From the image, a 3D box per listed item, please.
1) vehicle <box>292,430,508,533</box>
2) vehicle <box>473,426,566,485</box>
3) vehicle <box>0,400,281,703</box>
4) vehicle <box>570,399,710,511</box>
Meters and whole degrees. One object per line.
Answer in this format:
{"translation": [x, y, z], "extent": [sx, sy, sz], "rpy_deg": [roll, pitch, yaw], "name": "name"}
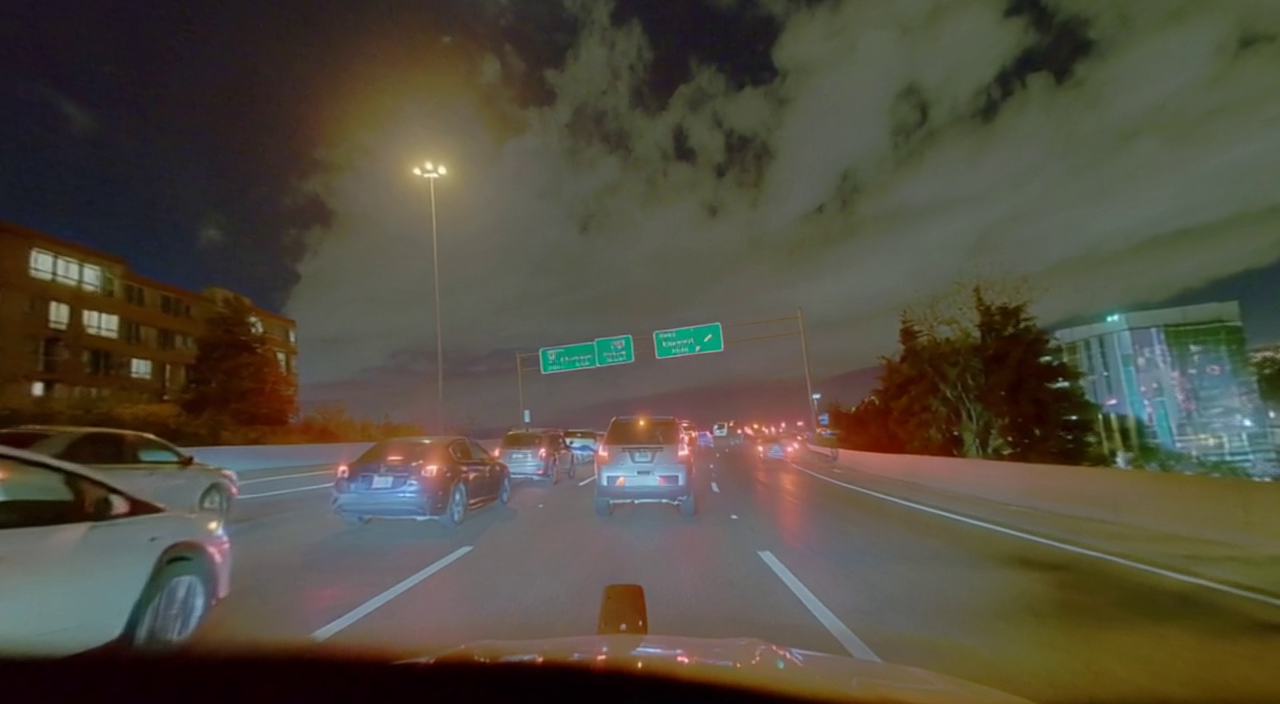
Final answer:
{"translation": [-3.996, 2.223, 11.458], "extent": [2.087, 1.481, 4.225], "rpy_deg": [0, -9, 2], "name": "vehicle"}
{"translation": [-3.818, 3.380, 20.837], "extent": [1.953, 1.729, 4.377], "rpy_deg": [0, -9, 4], "name": "vehicle"}
{"translation": [-3.741, 0.870, 2.143], "extent": [1.998, 1.494, 5.020], "rpy_deg": [0, -9, 1], "name": "vehicle"}
{"translation": [0.074, 2.367, 14.807], "extent": [2.616, 2.063, 5.933], "rpy_deg": [0, -9, 1], "name": "vehicle"}
